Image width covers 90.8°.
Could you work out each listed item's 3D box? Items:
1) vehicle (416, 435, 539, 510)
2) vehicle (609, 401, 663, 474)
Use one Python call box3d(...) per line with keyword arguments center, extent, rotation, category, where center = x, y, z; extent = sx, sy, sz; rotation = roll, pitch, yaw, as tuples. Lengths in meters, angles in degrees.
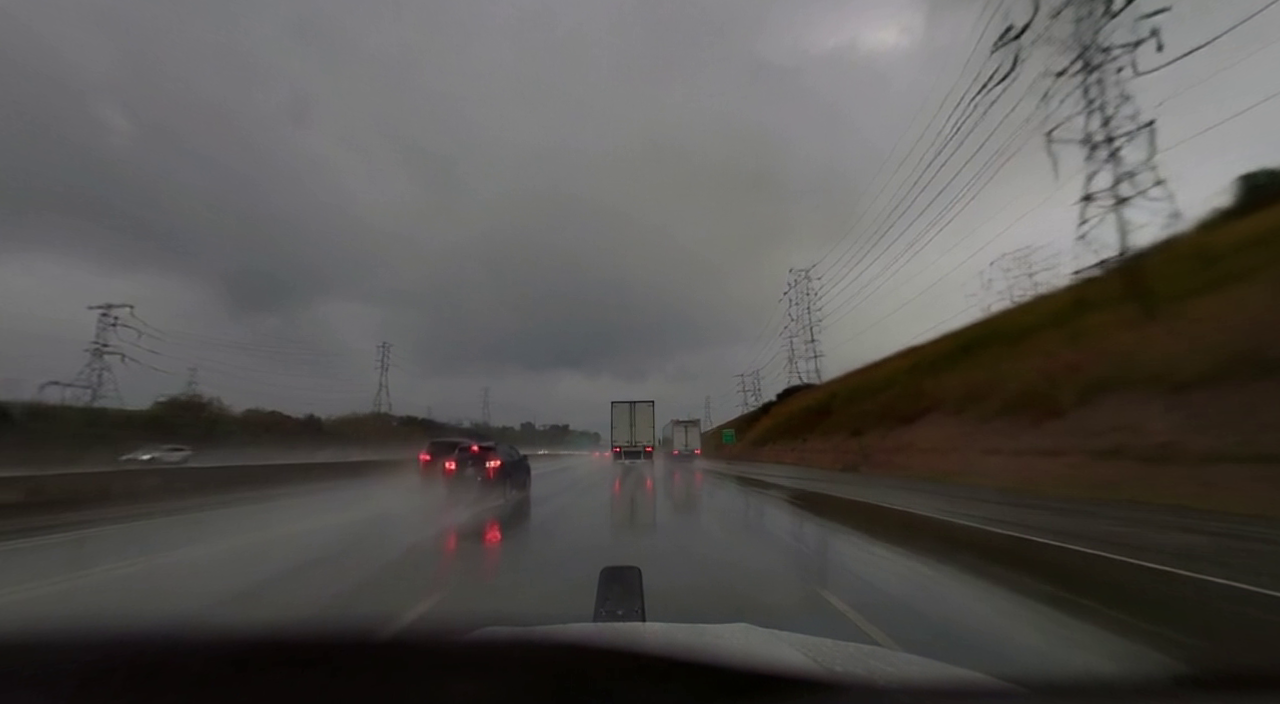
box3d(center=(-4.015, 3.052, 16.458), extent=(2.050, 1.679, 4.253), rotation=(0, -9, 0), category="vehicle")
box3d(center=(-0.229, 5.526, 40.189), extent=(2.985, 4.025, 10.982), rotation=(0, -9, 0), category="vehicle")
